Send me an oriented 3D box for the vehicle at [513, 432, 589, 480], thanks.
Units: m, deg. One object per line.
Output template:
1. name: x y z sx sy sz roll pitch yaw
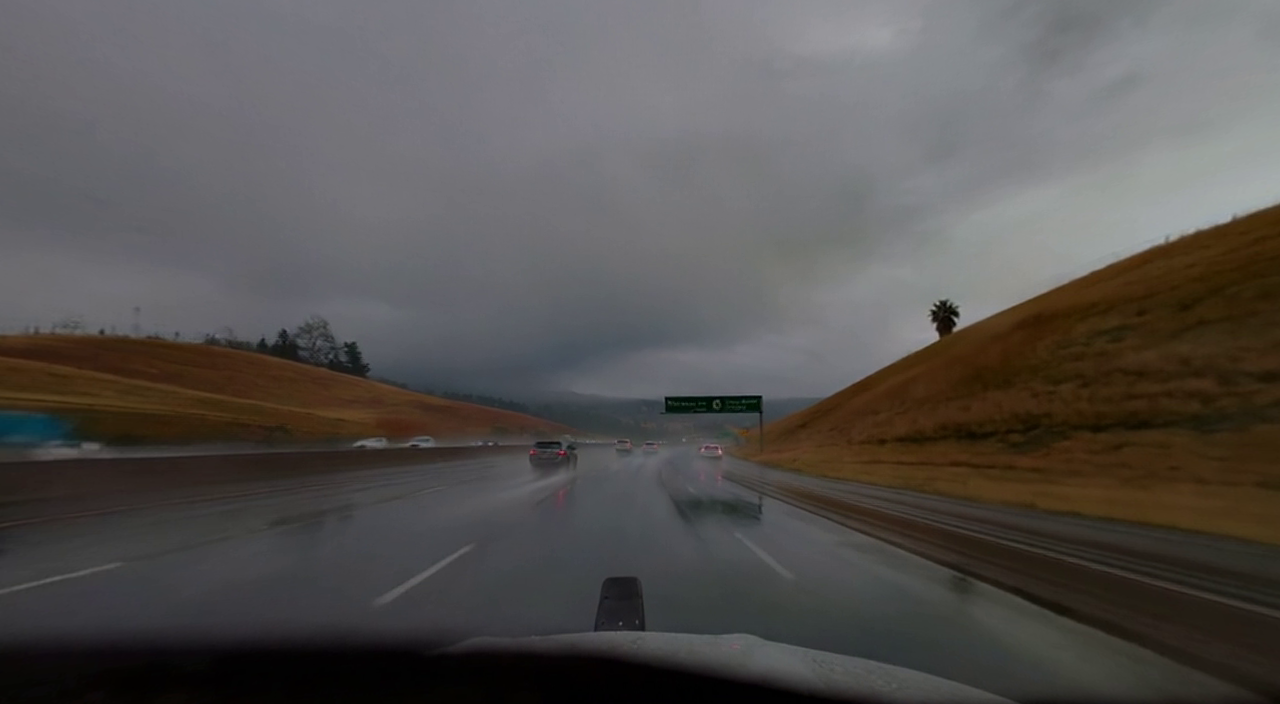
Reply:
1. vehicle: -3.377 4.069 24.937 2.166 1.700 4.661 0 -8 2

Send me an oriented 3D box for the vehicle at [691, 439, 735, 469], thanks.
1. vehicle: 4.514 6.381 39.739 2.164 1.788 4.500 0 -8 0
